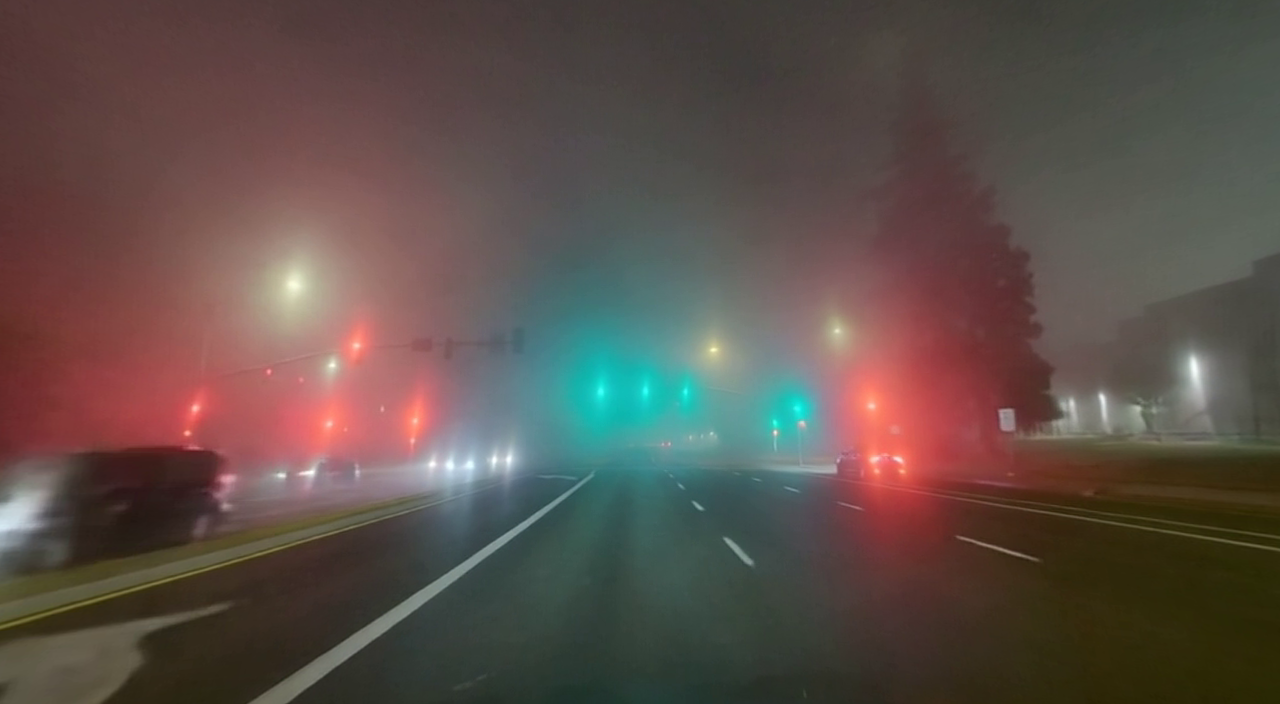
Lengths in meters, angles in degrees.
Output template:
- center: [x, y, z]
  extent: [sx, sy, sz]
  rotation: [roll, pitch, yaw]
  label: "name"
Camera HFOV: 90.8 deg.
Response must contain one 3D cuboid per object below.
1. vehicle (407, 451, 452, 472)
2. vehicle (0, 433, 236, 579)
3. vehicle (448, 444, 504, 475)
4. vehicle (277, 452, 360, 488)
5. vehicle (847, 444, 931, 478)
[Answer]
- center: [-15.948, 8.294, 48.119]
  extent: [1.950, 1.511, 4.267]
  rotation: [0, -9, 0]
  label: "vehicle"
- center: [-8.603, 2.142, 9.561]
  extent: [2.035, 1.711, 4.463]
  rotation: [0, -9, -1]
  label: "vehicle"
- center: [-9.283, 6.119, 36.142]
  extent: [2.010, 1.682, 4.346]
  rotation: [0, -9, 0]
  label: "vehicle"
- center: [-15.785, 5.784, 31.294]
  extent: [1.892, 1.631, 4.226]
  rotation: [0, -9, 0]
  label: "vehicle"
- center: [11.610, 5.116, 29.885]
  extent: [1.955, 1.455, 4.727]
  rotation: [0, -9, -1]
  label: "vehicle"
